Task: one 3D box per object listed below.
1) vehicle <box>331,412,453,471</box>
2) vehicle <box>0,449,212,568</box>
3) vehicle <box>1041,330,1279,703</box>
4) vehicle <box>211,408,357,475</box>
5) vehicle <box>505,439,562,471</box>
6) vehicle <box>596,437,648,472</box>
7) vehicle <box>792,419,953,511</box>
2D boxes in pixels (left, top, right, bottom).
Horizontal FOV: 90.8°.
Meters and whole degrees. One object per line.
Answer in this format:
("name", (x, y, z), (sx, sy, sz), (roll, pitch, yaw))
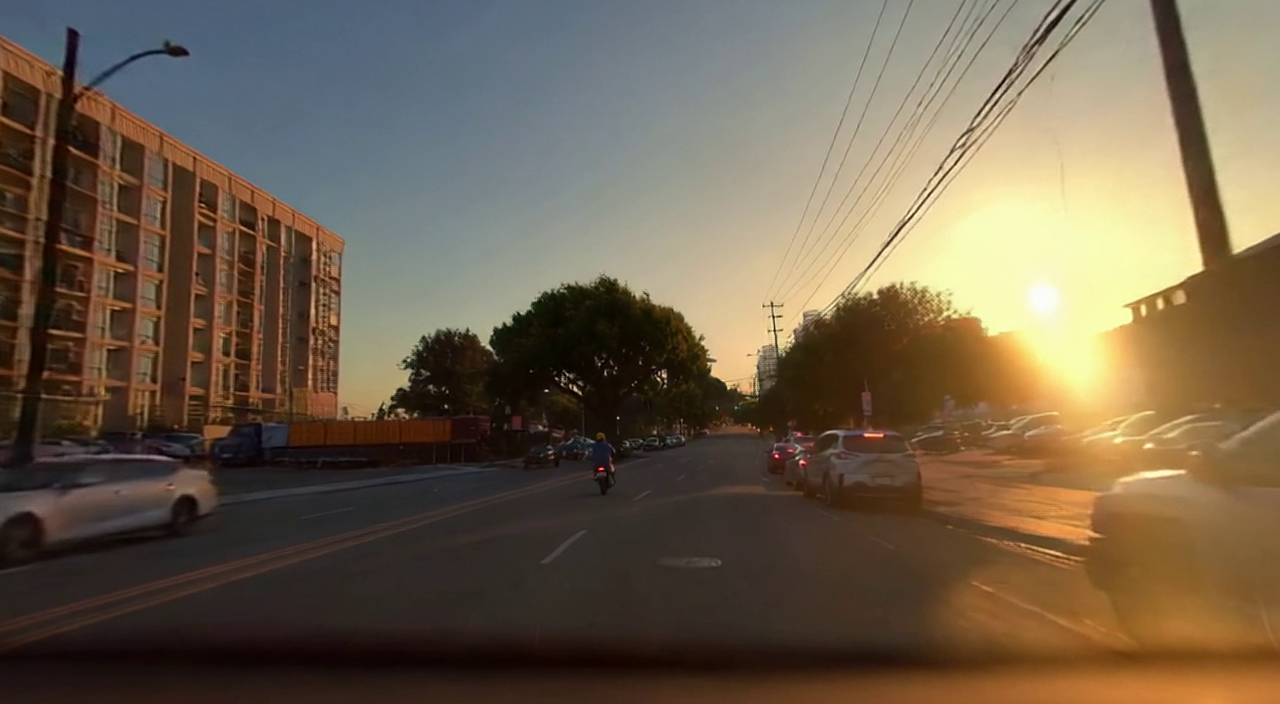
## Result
("vehicle", (-14.835, 5.517, 38.838), (2.990, 3.144, 9.080), (-1, -9, 6))
("vehicle", (-9.358, 2.303, 9.802), (1.905, 1.536, 4.714), (-1, -8, 4))
("vehicle", (3.851, 0.689, 1.856), (2.171, 1.832, 5.180), (-1, -8, 4))
("vehicle", (-20.792, 5.317, 37.802), (3.283, 3.441, 8.669), (-2, -8, 4))
("vehicle", (-6.313, 6.174, 37.964), (2.053, 1.771, 4.684), (-1, -9, 7))
("vehicle", (-0.825, 5.077, 31.504), (1.925, 1.602, 4.090), (-1, -8, 8))
("vehicle", (5.297, 2.670, 15.377), (2.387, 1.820, 5.286), (-1, -8, 6))
